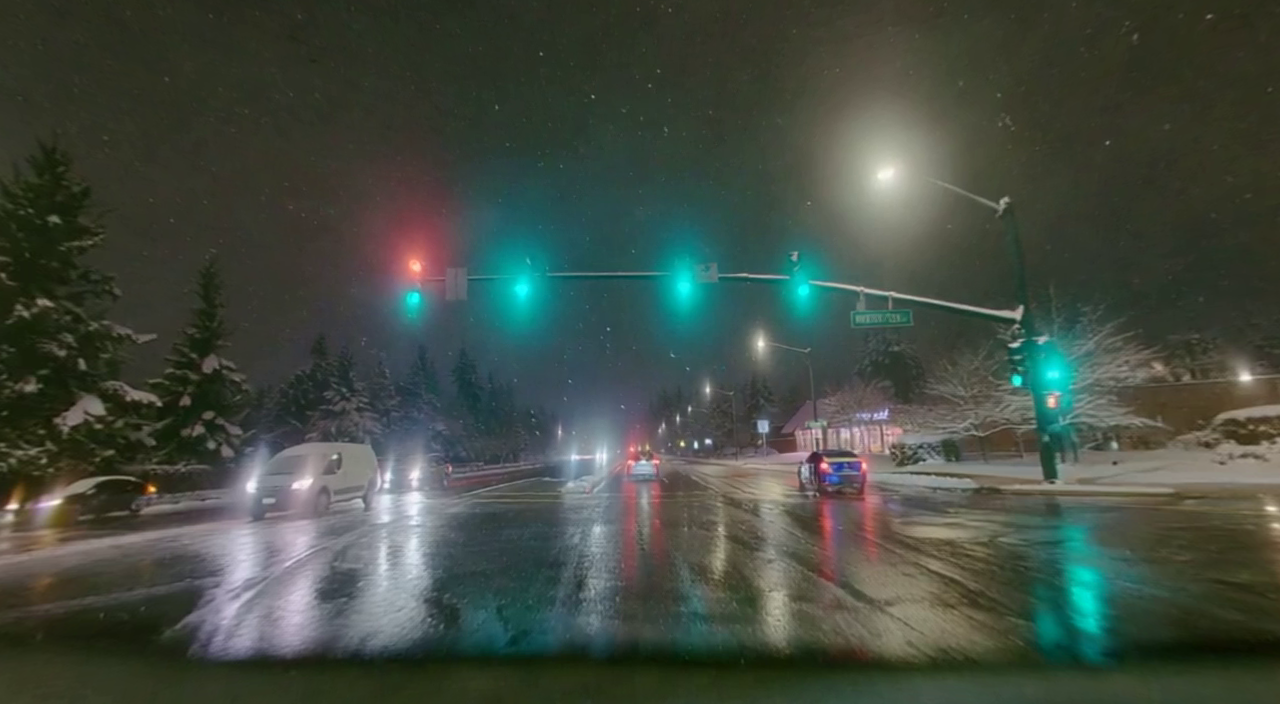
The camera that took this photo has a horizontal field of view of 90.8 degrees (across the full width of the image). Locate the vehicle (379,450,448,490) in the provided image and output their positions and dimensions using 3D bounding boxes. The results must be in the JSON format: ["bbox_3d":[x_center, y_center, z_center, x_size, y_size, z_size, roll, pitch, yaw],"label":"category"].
[{"bbox_3d":[-10.968,5.735,30.958,1.911,1.779,4.067,0,-8,-1],"label":"vehicle"}]

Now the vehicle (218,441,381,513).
[{"bbox_3d":[-10.938,4.003,20.959,2.345,2.052,5.396,0,-8,0],"label":"vehicle"}]

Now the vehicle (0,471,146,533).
[{"bbox_3d":[-17.788,4.431,19.157,1.857,1.433,4.465,0,-8,2],"label":"vehicle"}]

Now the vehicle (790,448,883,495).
[{"bbox_3d":[6.684,4.081,21.983,1.849,1.464,4.119,0,-8,-1],"label":"vehicle"}]

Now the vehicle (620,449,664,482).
[{"bbox_3d":[0.067,5.622,31.479,2.027,1.494,3.942,0,-8,-1],"label":"vehicle"}]
